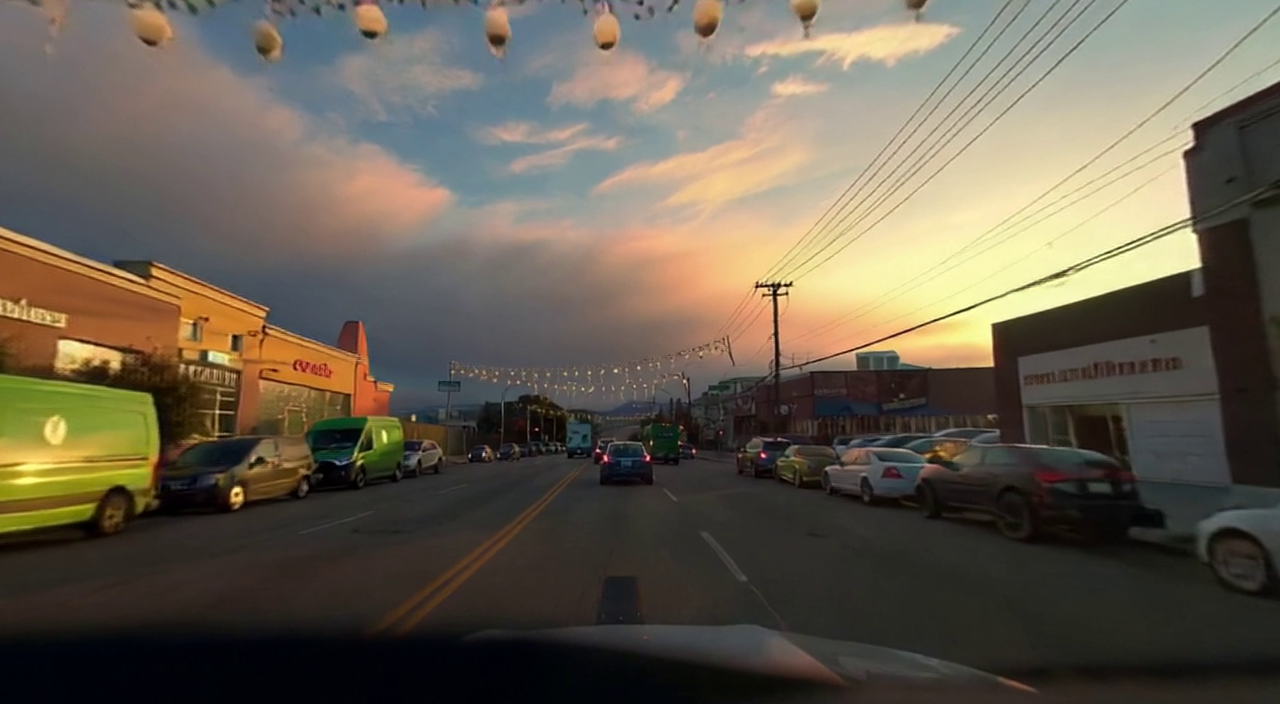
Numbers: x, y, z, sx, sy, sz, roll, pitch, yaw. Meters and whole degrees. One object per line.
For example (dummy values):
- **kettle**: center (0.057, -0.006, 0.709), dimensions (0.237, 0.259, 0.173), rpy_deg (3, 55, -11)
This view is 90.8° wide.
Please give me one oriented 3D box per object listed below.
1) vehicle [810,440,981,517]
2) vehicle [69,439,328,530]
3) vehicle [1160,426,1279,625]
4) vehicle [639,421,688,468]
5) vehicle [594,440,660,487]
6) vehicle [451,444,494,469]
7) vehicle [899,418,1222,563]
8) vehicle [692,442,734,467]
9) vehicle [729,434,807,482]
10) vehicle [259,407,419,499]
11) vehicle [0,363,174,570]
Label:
- **vehicle**: center (5.587, 2.773, 14.555), dimensions (2.012, 1.470, 4.394), rpy_deg (0, -8, -1)
- **vehicle**: center (-9.948, 2.965, 15.080), dimensions (2.256, 1.722, 5.644), rpy_deg (0, -8, -2)
- **vehicle**: center (5.883, 1.199, 3.952), dimensions (1.943, 1.507, 3.816), rpy_deg (0, -8, -1)
- **vehicle**: center (1.353, 5.456, 37.402), dimensions (2.649, 2.583, 5.800), rpy_deg (0, -8, 1)
- **vehicle**: center (-0.536, 3.907, 22.594), dimensions (2.112, 1.464, 4.411), rpy_deg (0, -8, -3)
- **vehicle**: center (-11.338, 7.063, 43.033), dimensions (1.962, 1.529, 4.109), rpy_deg (1, -8, -3)
- **vehicle**: center (5.899, 1.958, 9.759), dimensions (1.876, 1.692, 4.492), rpy_deg (0, -8, 0)
- **vehicle**: center (4.550, 6.413, 39.853), dimensions (1.824, 1.481, 4.057), rpy_deg (1, -8, -5)
- **vehicle**: center (5.202, 4.386, 26.519), dimensions (2.079, 1.788, 4.974), rpy_deg (0, -8, -2)
- **vehicle**: center (-10.052, 3.444, 21.898), dimensions (2.724, 2.739, 5.663), rpy_deg (0, -8, 0)
- **vehicle**: center (-9.589, 1.426, 7.818), dimensions (2.964, 2.597, 6.437), rpy_deg (0, -8, -4)
